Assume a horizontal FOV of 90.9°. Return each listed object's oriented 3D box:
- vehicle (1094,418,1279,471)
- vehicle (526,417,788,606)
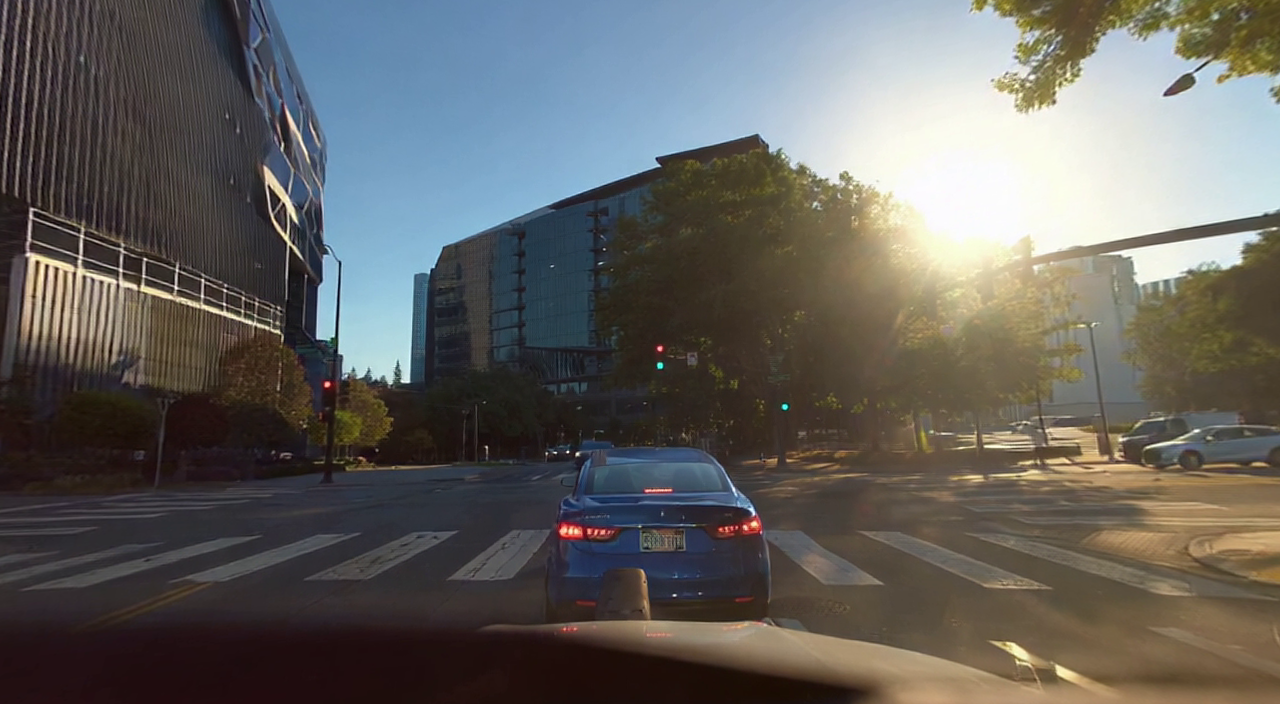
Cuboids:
[{"bbox_3d":[19.126,3.261,22.220,4.675,1.772,1.945,0,-8,-1],"label":"vehicle"},{"bbox_3d":[-0.157,1.645,7.490,1.893,1.532,4.145,2,-9,-16],"label":"vehicle"}]
